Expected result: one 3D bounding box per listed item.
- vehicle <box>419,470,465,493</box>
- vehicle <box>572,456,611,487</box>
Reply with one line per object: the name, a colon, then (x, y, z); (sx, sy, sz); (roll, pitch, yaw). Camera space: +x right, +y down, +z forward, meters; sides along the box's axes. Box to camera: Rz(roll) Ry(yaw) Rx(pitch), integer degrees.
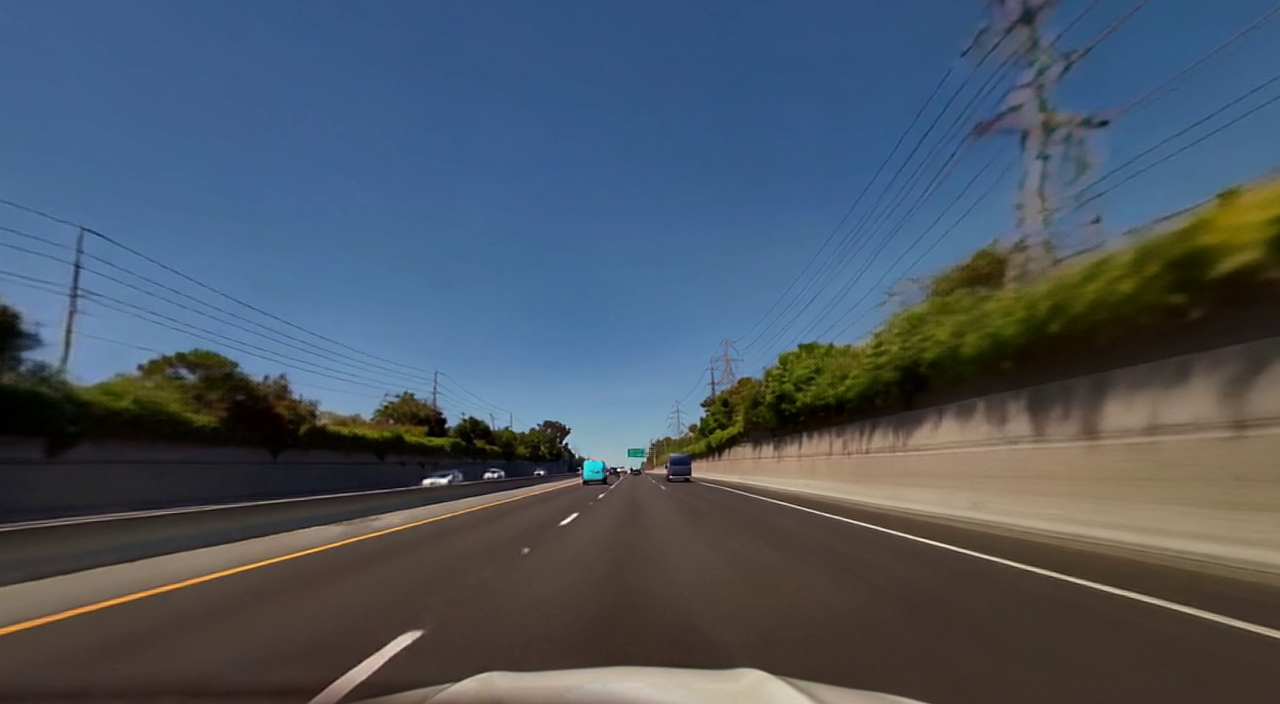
vehicle: (-13.298, 8.694, 42.472); (1.776, 1.420, 3.864); (1, -11, 1)
vehicle: (-3.297, 8.356, 44.104); (2.324, 2.008, 4.654); (1, -11, 0)
